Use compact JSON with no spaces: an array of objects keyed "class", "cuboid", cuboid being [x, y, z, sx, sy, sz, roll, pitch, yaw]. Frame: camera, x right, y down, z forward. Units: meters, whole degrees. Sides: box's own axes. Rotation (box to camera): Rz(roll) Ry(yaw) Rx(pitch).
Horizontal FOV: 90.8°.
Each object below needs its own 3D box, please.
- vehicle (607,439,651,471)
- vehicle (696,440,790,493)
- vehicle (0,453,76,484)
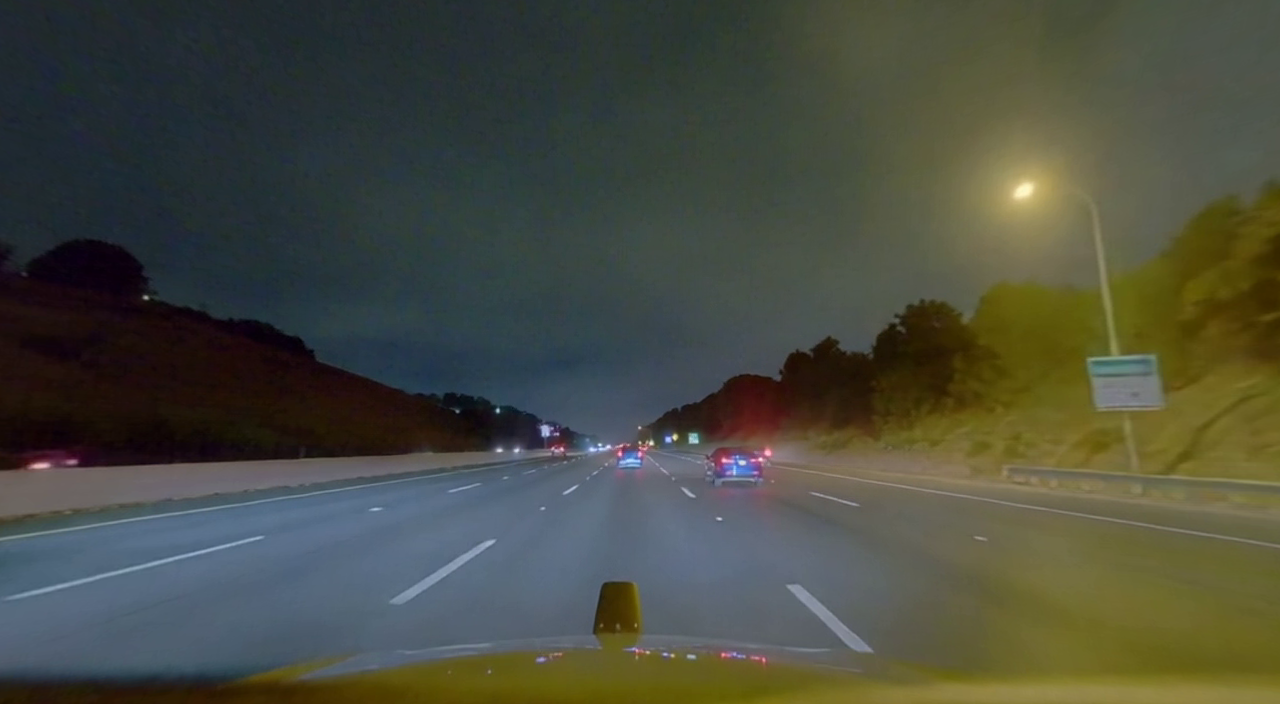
[{"class":"vehicle","cuboid":[-0.605,5.644,34.806,2.277,1.675,4.023,0,-8,0]},{"class":"vehicle","cuboid":[3.162,3.639,20.519,2.120,1.492,4.734,0,-8,-2]},{"class":"vehicle","cuboid":[-36.457,6.799,37.117,2.014,1.547,4.971,1,-8,1]}]
